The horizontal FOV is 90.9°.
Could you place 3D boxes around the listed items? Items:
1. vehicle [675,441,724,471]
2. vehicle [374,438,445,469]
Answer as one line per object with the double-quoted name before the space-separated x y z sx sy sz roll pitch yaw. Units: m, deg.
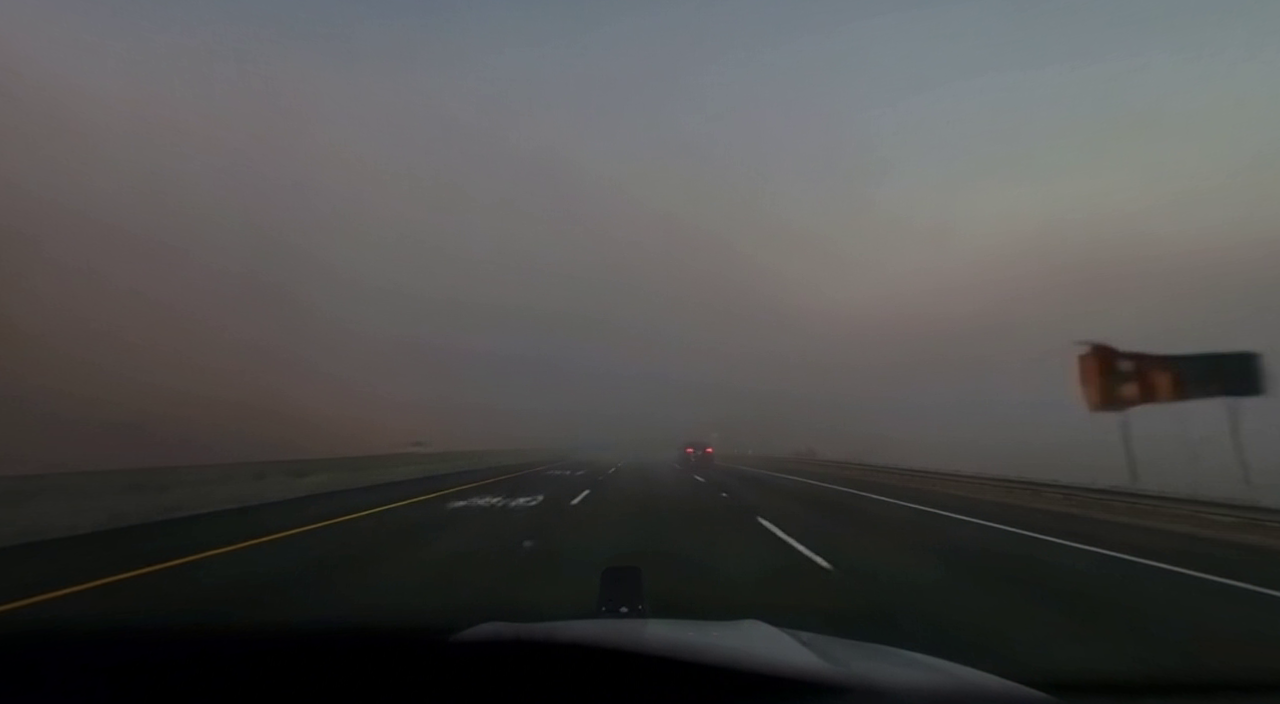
"vehicle" 3.139 5.601 34.209 2.193 1.462 4.533 0 -8 -1
"vehicle" -13.889 6.146 38.400 2.169 1.748 5.228 -1 -8 2
